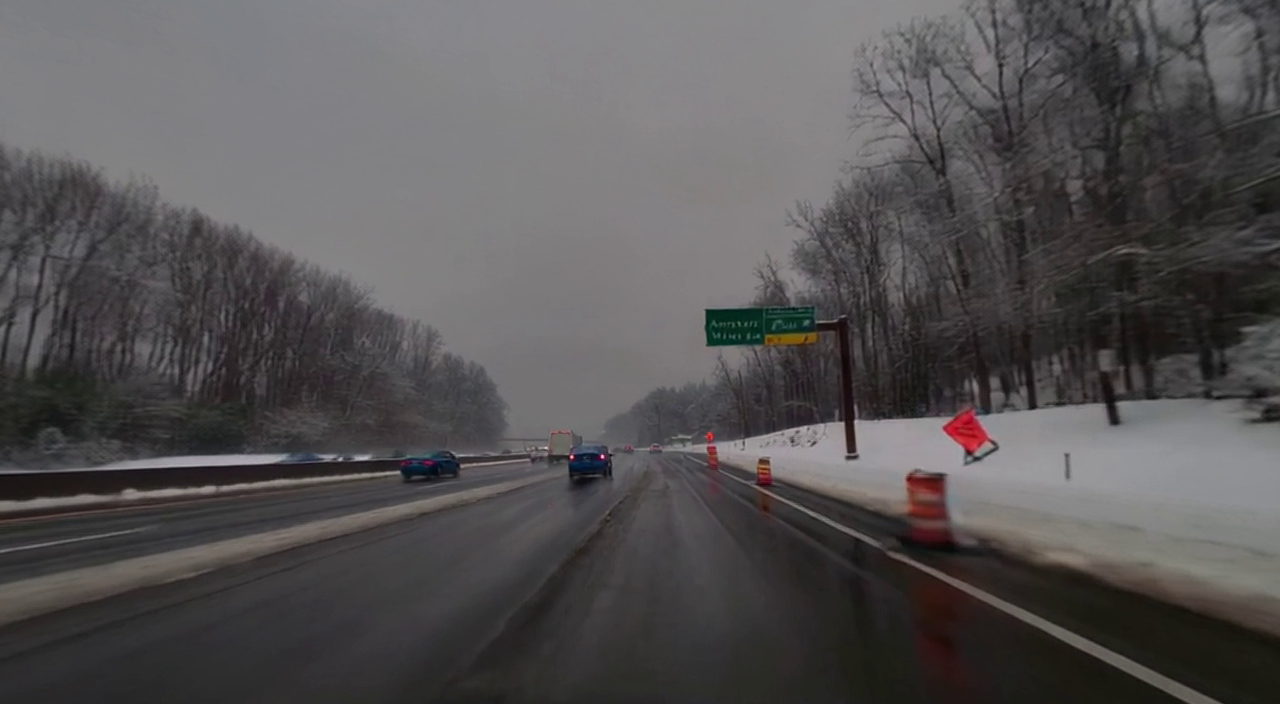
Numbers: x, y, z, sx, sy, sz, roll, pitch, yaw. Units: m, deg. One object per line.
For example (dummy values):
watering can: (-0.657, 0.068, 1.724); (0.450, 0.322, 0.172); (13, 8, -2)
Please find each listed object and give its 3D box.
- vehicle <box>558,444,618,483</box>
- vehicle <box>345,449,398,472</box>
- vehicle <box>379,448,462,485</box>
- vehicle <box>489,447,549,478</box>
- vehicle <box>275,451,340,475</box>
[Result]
vehicle: (-2.058, 4.597, 26.195); (1.963, 1.462, 4.681); (0, -8, 2)
vehicle: (-19.410, 7.847, 45.595); (1.920, 1.557, 4.235); (0, -8, 2)
vehicle: (-9.666, 5.023, 28.024); (1.946, 1.472, 4.472); (0, -8, 2)
vehicle: (-6.095, 5.612, 32.137); (1.951, 1.439, 4.633); (0, -8, 2)
vehicle: (-23.118, 7.740, 43.829); (1.856, 1.515, 4.674); (0, -8, 1)
